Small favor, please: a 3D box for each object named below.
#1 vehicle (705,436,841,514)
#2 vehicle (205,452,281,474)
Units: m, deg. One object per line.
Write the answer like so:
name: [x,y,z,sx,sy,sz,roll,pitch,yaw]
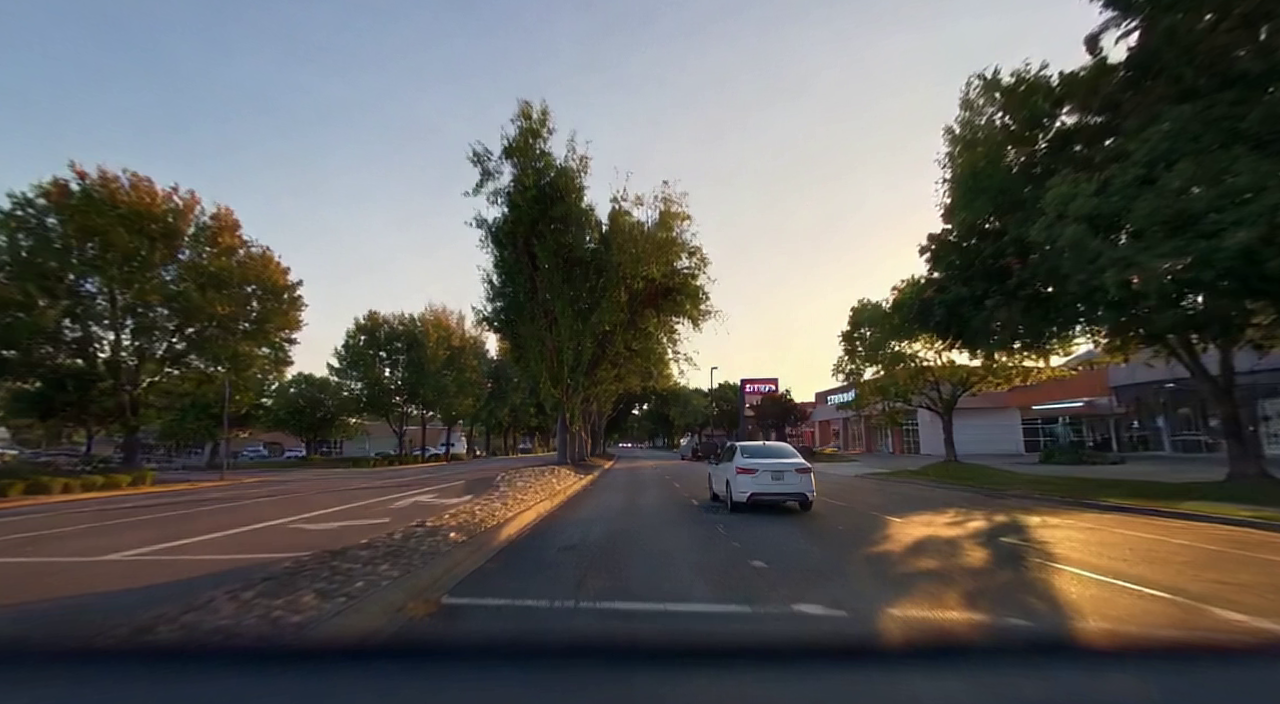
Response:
vehicle: [2.806,2.708,14.421,2.015,1.479,4.444,0,-9,-2]
vehicle: [-27.502,7.693,43.752,4.294,1.417,1.802,5,-10,-29]
